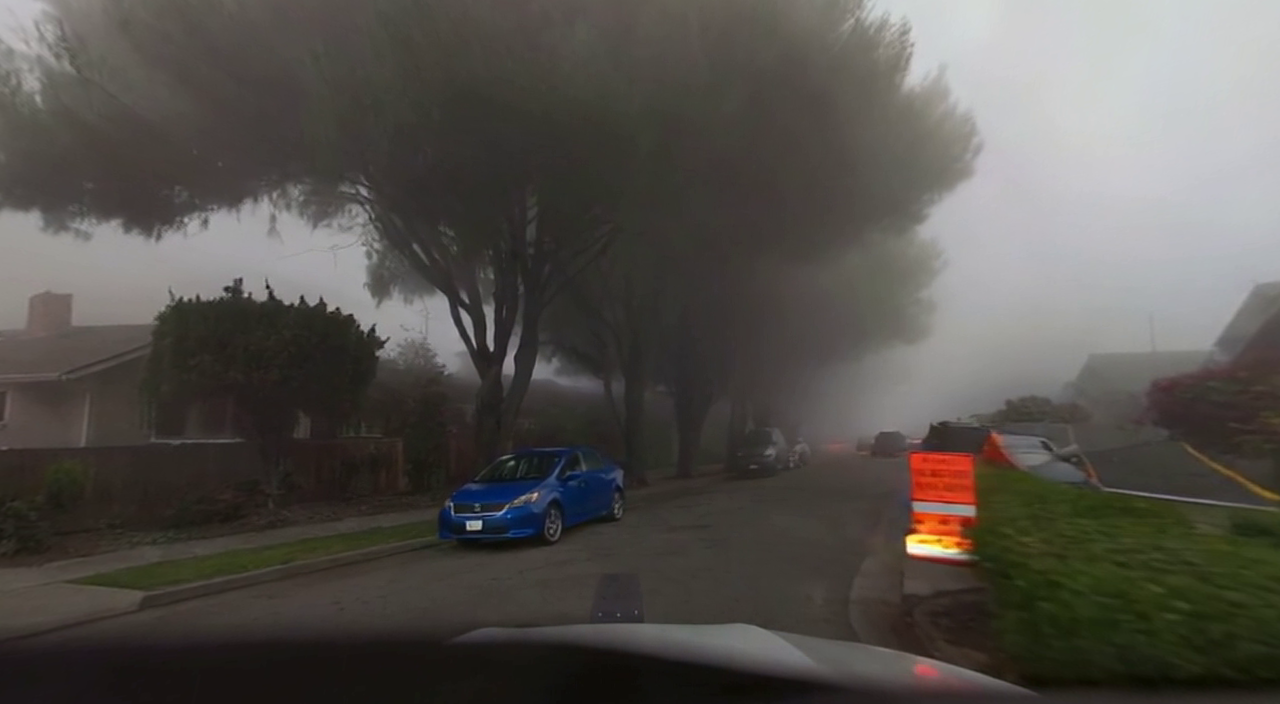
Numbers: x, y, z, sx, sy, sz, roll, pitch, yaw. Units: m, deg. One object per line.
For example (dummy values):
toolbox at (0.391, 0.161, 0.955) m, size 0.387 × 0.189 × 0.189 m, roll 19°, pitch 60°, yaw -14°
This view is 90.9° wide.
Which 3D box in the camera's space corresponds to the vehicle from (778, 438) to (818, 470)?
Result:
vehicle at (9.175, 5.825, 36.318) m, size 1.765 × 1.493 × 4.130 m, roll 0°, pitch -6°, yaw 21°

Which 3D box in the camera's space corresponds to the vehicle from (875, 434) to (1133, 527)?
vehicle at (6.597, 2.225, 11.492) m, size 4.070 × 1.436 × 1.827 m, roll 3°, pitch -8°, yaw -21°

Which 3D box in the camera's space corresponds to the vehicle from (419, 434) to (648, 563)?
vehicle at (-1.504, 2.238, 10.640) m, size 1.899 × 1.524 × 4.082 m, roll 0°, pitch -6°, yaw 22°

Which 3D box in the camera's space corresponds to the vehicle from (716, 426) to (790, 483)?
vehicle at (4.837, 4.152, 26.263) m, size 2.042 × 1.937 × 4.960 m, roll 0°, pitch -5°, yaw 22°
